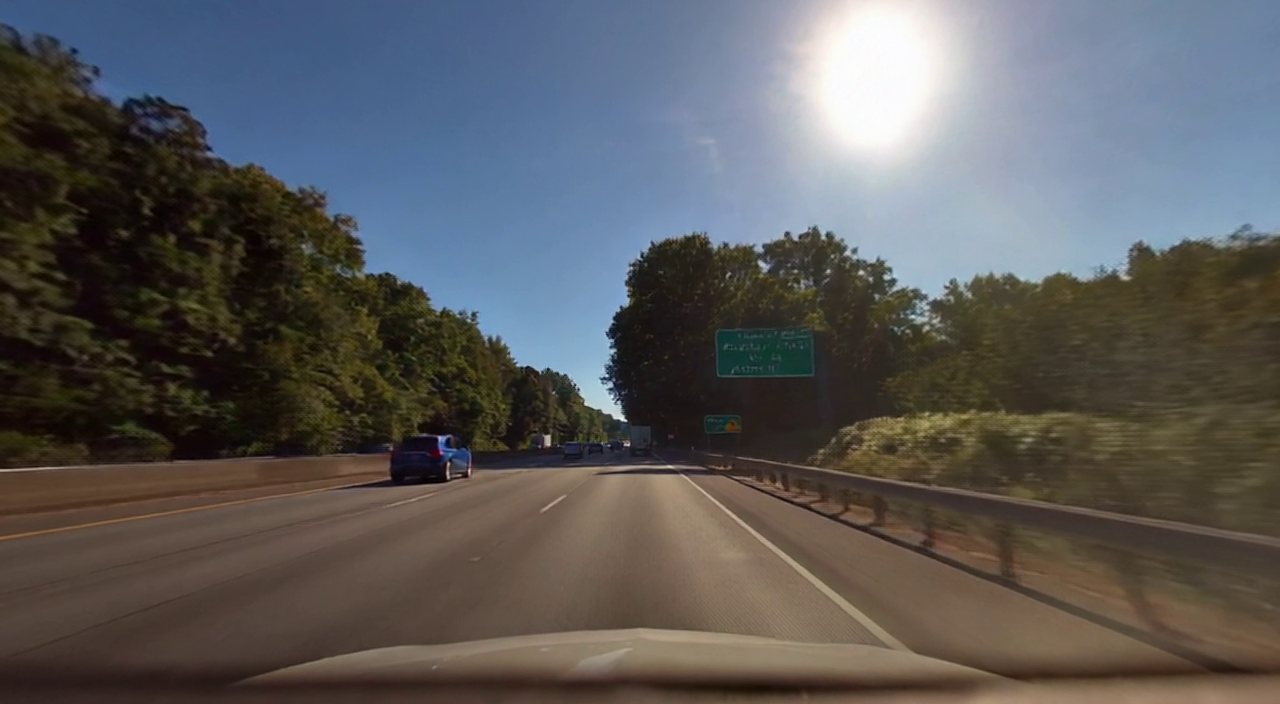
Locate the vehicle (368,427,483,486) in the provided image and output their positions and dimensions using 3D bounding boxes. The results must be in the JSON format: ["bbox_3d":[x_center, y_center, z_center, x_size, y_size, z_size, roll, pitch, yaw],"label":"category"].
[{"bbox_3d":[-7.214,3.577,21.819,2.253,1.815,4.618,0,-9,1],"label":"vehicle"}]
